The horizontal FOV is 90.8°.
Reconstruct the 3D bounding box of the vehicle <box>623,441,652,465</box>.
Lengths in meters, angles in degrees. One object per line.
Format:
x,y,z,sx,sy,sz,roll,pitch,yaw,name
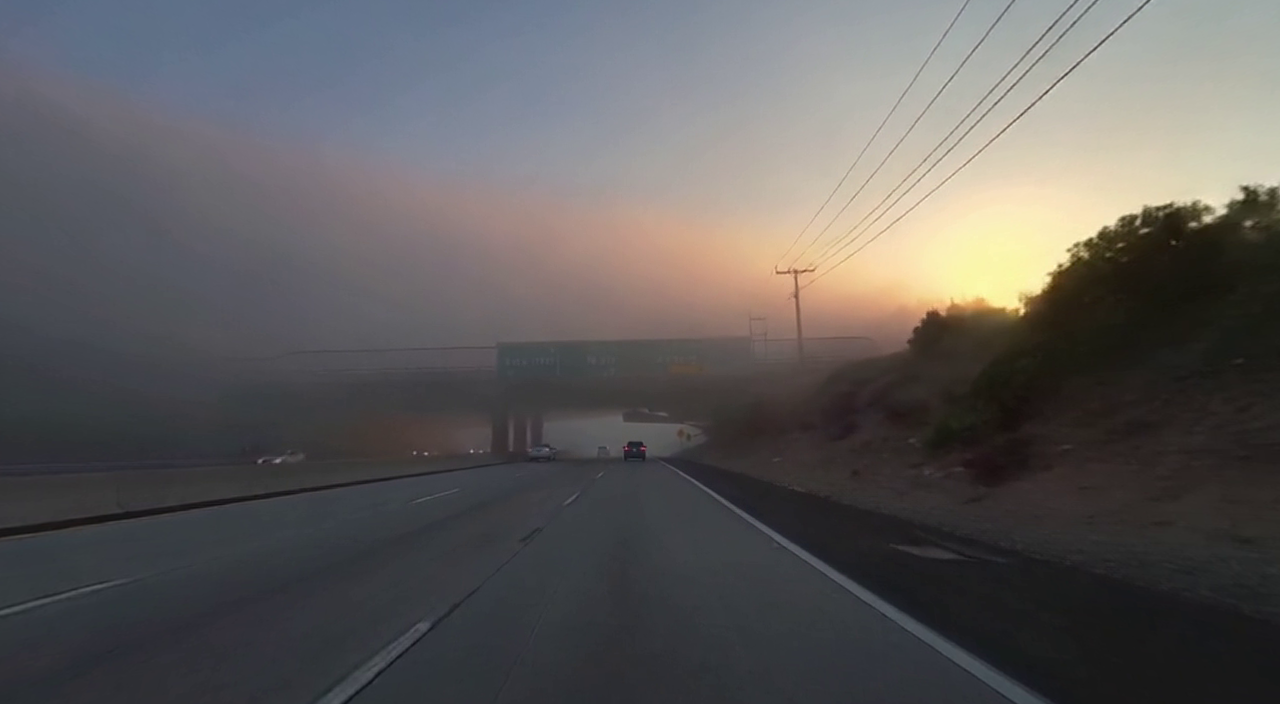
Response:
-0.175,7.588,47.758,2.063,1.715,4.299,0,-8,0,vehicle

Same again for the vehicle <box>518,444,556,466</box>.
-7.508,7.537,46.400,2.077,1.511,4.323,0,-8,0,vehicle
